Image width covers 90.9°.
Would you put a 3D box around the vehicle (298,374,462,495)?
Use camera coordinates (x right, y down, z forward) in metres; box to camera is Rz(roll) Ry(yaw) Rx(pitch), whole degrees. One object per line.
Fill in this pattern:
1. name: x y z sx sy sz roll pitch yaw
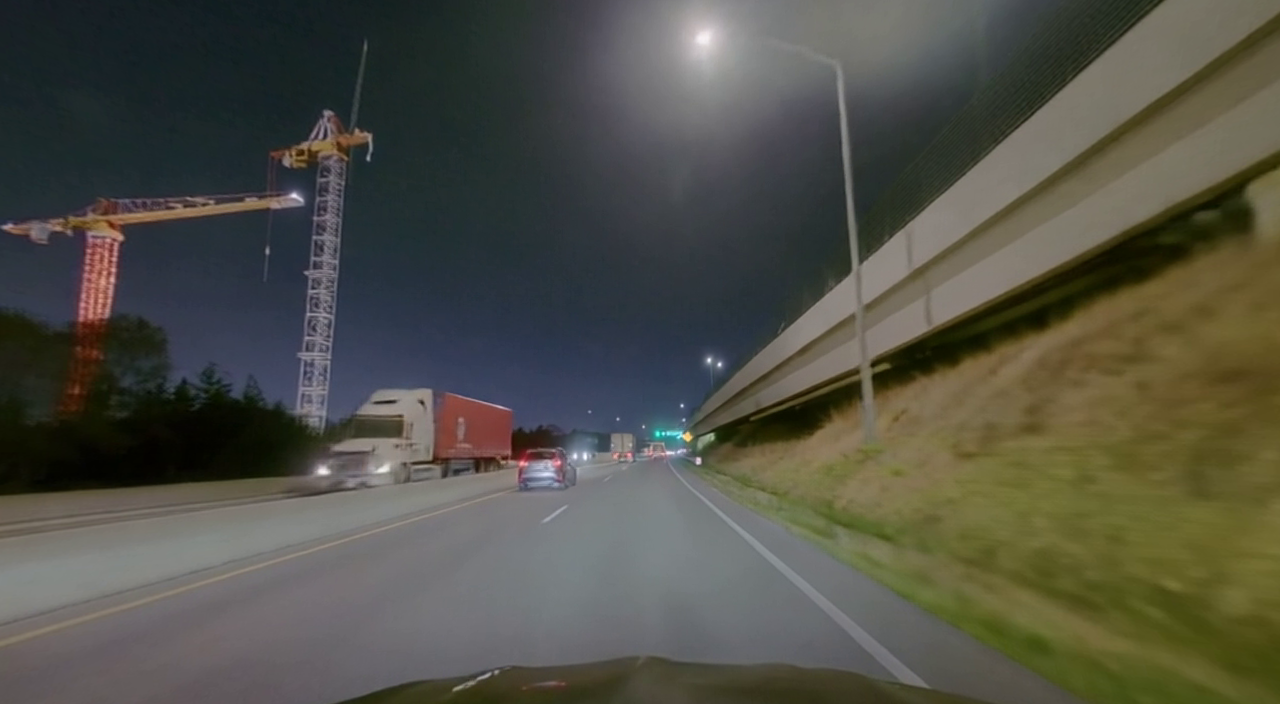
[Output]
1. vehicle: -9.411 3.159 23.742 3.436 3.972 5.728 -1 -9 2

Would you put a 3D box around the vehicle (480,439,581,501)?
1. vehicle: -3.144 3.510 19.027 2.194 1.648 3.984 0 -9 2
